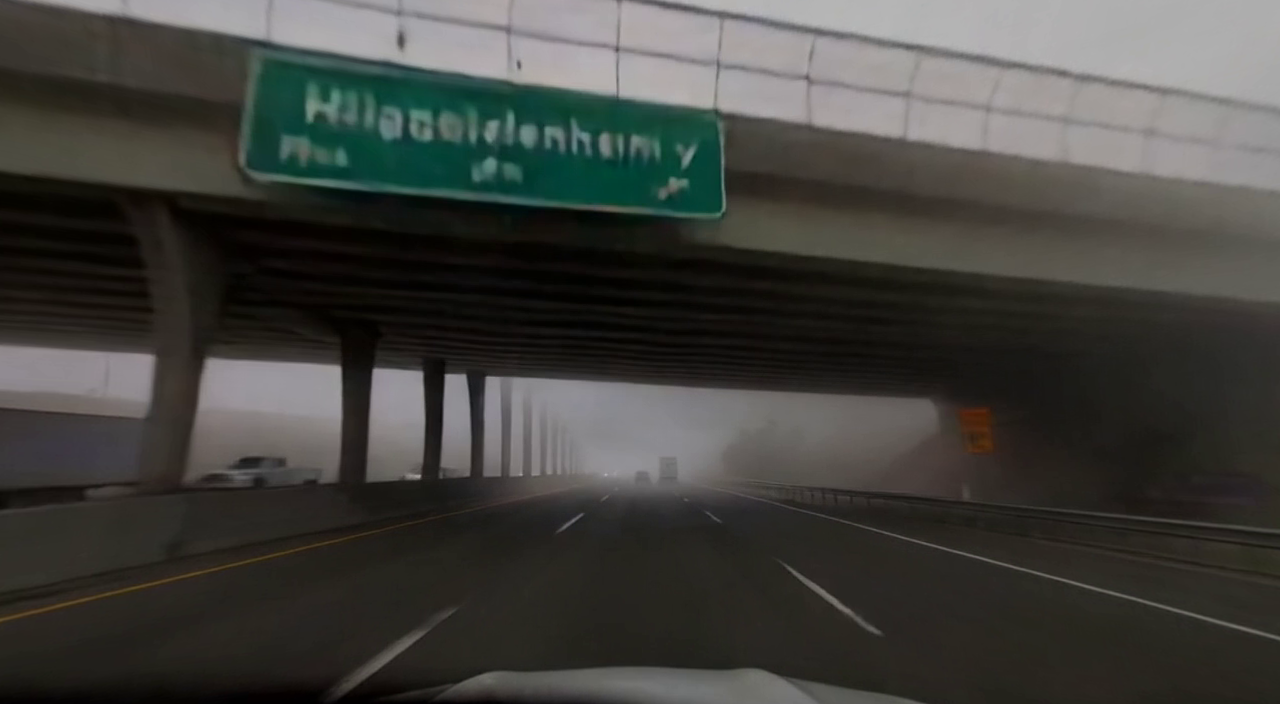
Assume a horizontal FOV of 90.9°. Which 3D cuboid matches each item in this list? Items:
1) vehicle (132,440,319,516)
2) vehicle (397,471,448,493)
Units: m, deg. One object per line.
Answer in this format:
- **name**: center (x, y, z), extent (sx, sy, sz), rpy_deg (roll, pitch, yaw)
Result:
- **vehicle**: center (-15.603, 4.830, 24.486), extent (2.534, 2.481, 6.817), rpy_deg (1, -10, 0)
- **vehicle**: center (-15.685, 9.358, 45.588), extent (2.087, 1.459, 4.210), rpy_deg (1, -10, 1)
